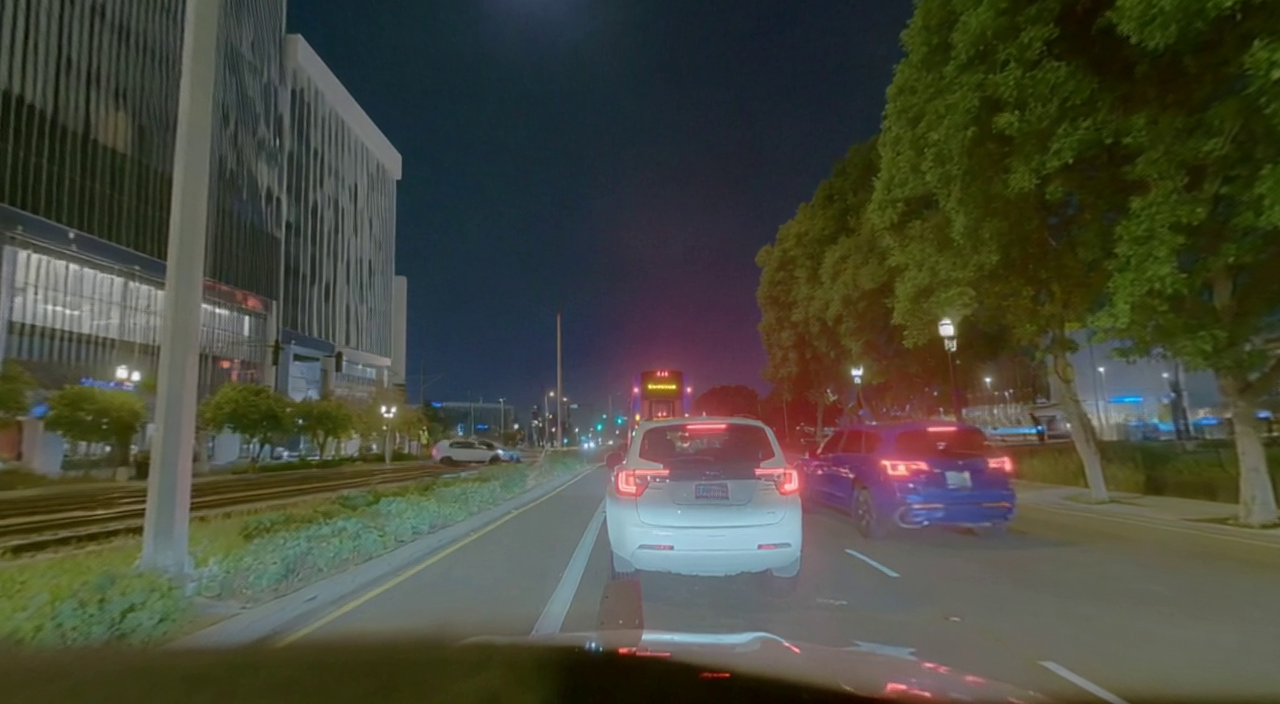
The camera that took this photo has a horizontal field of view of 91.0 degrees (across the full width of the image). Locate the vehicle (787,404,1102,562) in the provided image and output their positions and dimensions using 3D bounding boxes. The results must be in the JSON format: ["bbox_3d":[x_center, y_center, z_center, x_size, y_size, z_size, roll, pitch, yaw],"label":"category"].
[{"bbox_3d":[3.868,1.775,9.264,2.212,1.709,4.715,0,-9,-1],"label":"vehicle"}]

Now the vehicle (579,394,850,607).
[{"bbox_3d":[0.493,1.498,7.182,2.190,1.684,4.084,0,-9,-3],"label":"vehicle"}]
